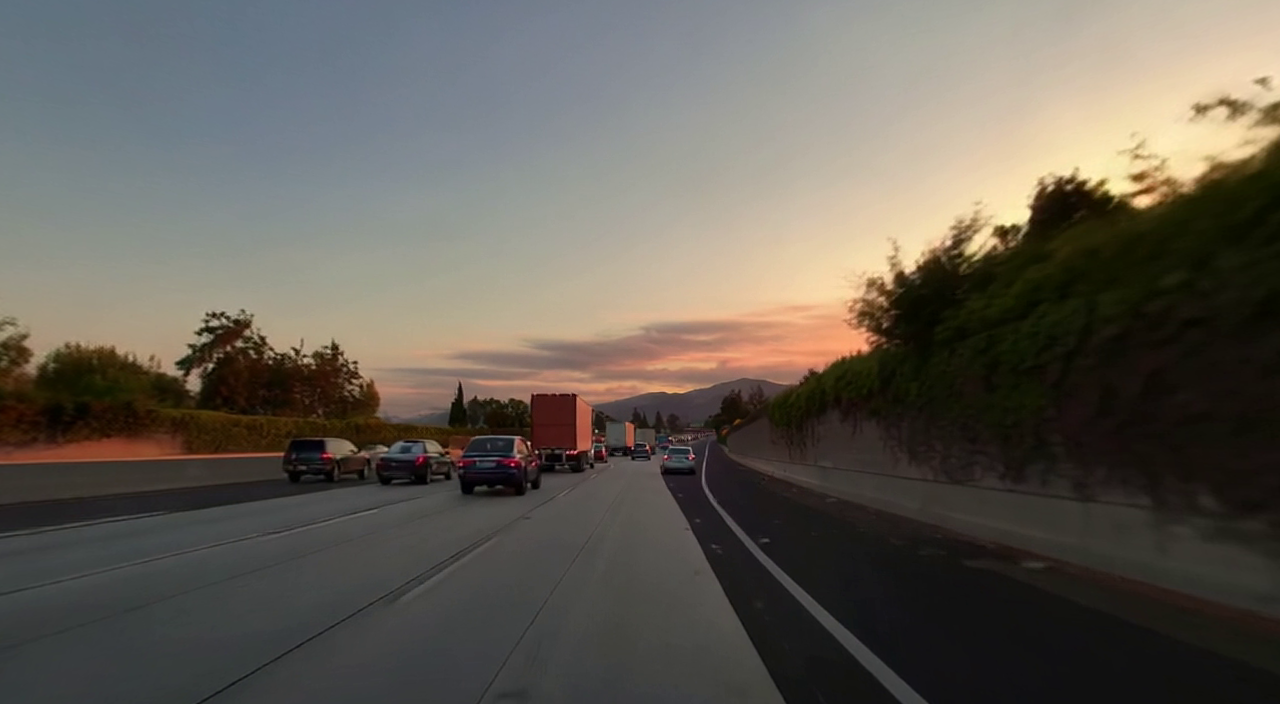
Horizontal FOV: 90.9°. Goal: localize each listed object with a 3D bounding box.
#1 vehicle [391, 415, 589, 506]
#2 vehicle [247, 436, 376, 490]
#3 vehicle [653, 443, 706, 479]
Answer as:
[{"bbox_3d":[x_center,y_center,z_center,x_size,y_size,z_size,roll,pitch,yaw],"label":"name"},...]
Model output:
[{"bbox_3d":[-3.867,3.465,21.318,3.050,1.964,15.030,0,-8,0],"label":"vehicle"},{"bbox_3d":[-11.583,3.913,22.706,2.073,1.722,4.664,0,-8,1],"label":"vehicle"},{"bbox_3d":[1.739,4.768,27.894,2.176,1.493,3.955,-1,-8,3],"label":"vehicle"}]
